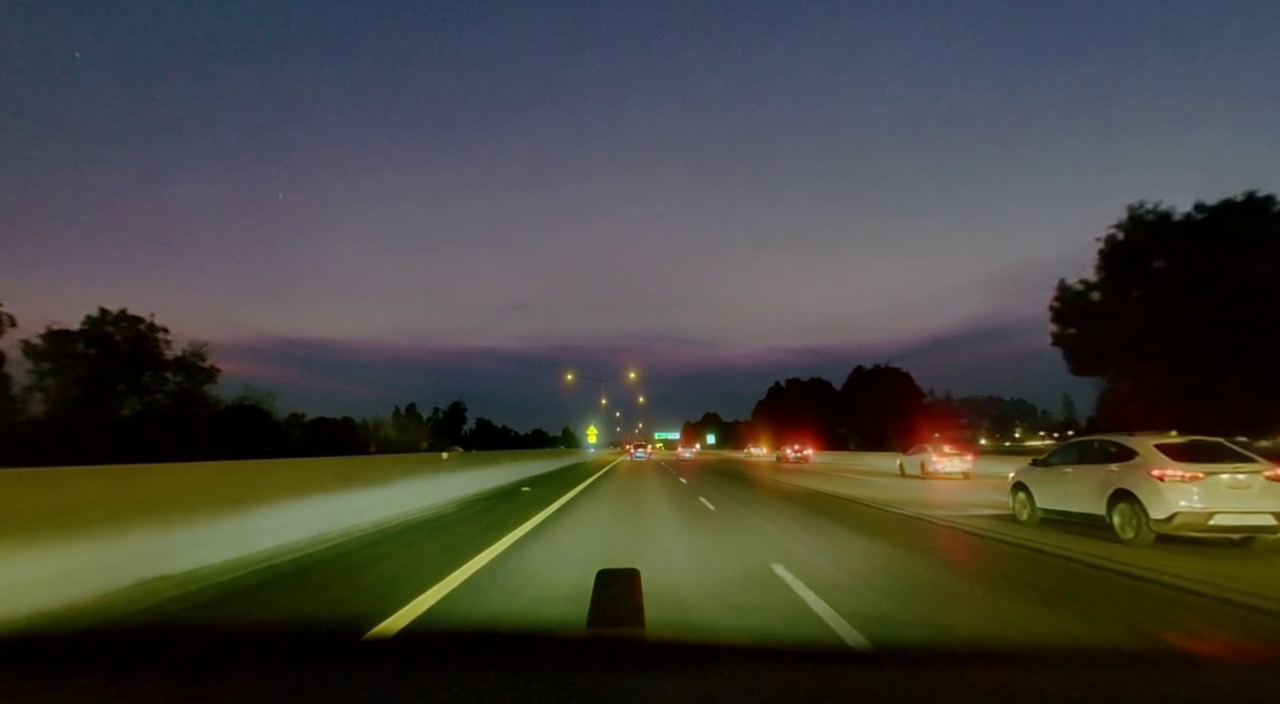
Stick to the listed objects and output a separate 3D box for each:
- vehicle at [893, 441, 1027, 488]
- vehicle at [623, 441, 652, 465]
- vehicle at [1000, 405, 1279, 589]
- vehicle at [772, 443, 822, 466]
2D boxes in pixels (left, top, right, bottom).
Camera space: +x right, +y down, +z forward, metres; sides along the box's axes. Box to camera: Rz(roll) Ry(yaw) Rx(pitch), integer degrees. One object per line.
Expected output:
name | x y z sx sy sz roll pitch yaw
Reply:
vehicle | 10.952 3.863 22.130 2.087 1.442 4.834 0 -8 -1
vehicle | -0.229 7.075 44.578 1.864 1.566 4.446 0 -8 -3
vehicle | 6.900 1.648 7.929 2.027 1.679 4.543 0 -8 -1
vehicle | 11.168 7.342 45.456 2.194 1.489 5.141 0 -8 -1
